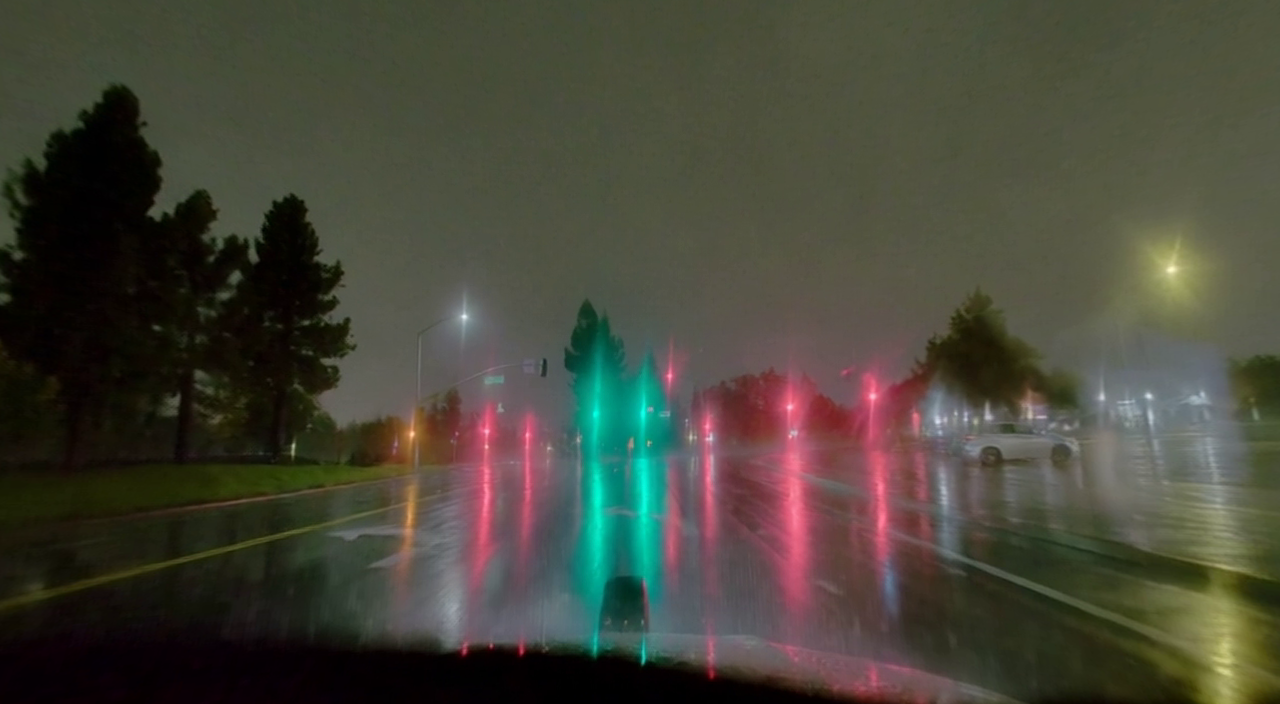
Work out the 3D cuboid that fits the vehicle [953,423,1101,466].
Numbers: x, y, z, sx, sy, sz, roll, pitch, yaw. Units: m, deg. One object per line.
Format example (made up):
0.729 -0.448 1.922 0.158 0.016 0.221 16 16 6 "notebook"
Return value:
14.068 3.390 23.122 4.167 1.476 1.871 0 -9 -1 "vehicle"
